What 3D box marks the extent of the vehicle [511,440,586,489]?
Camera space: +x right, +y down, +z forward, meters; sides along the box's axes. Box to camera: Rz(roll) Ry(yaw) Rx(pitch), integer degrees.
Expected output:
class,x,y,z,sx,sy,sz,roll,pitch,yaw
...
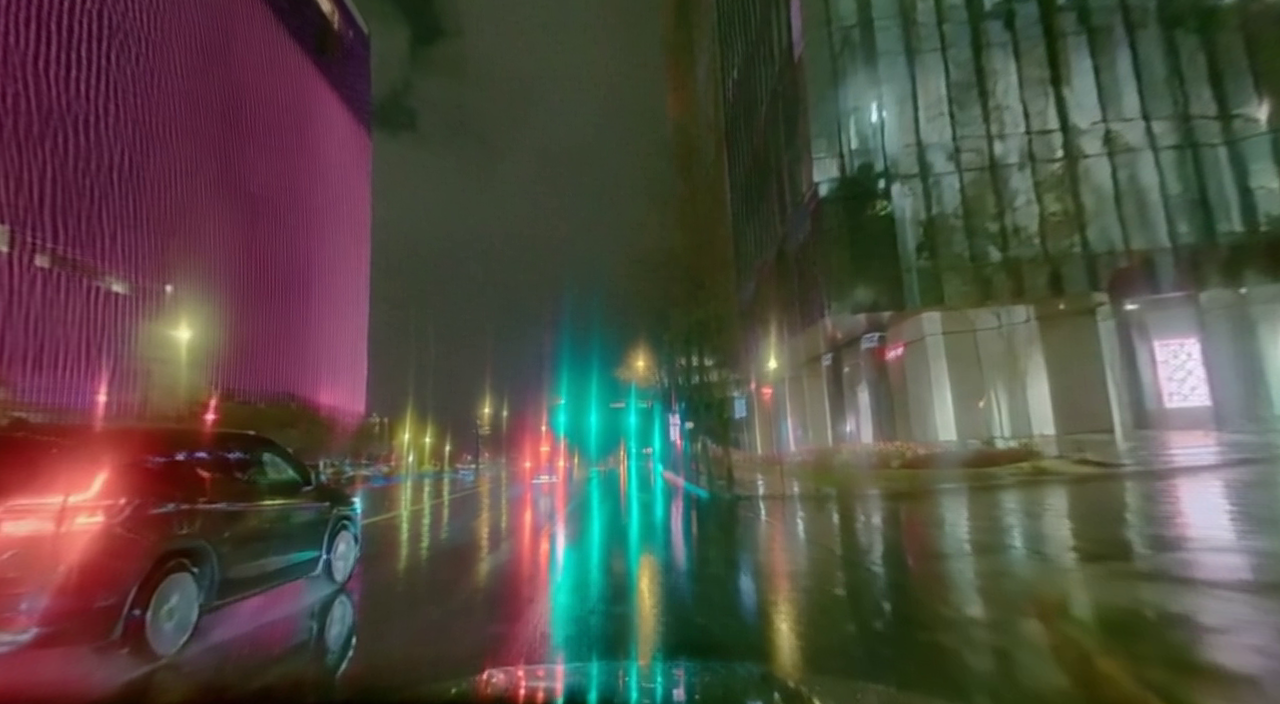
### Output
class,x,y,z,sx,sy,sz,roll,pitch,yaw
vehicle,-3.788,4.792,27.057,2.384,1.849,5.009,0,-9,1

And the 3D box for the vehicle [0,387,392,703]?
class,x,y,z,sx,sy,sz,roll,pitch,yaw
vehicle,-4.313,1.420,5.726,2.169,1.741,4.588,0,-9,1
